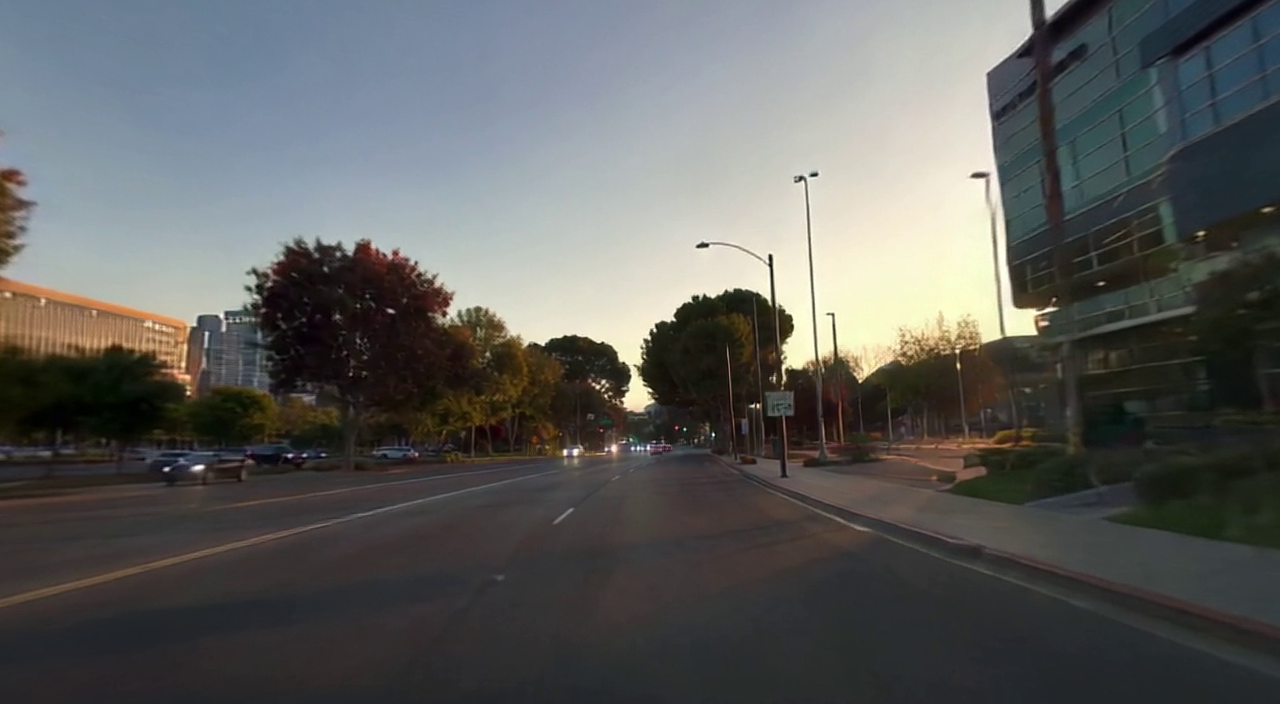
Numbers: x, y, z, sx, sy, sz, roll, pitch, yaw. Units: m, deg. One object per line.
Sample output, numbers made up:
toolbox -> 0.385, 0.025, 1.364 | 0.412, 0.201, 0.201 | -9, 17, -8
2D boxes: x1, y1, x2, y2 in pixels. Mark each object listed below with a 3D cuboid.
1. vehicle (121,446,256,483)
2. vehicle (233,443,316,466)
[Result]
vehicle -> -20.579, 5.108, 28.713 | 4.783, 1.579, 2.157 | -1, -9, 9
vehicle -> -26.327, 7.379, 45.255 | 4.816, 1.655, 1.928 | -1, -9, 4
